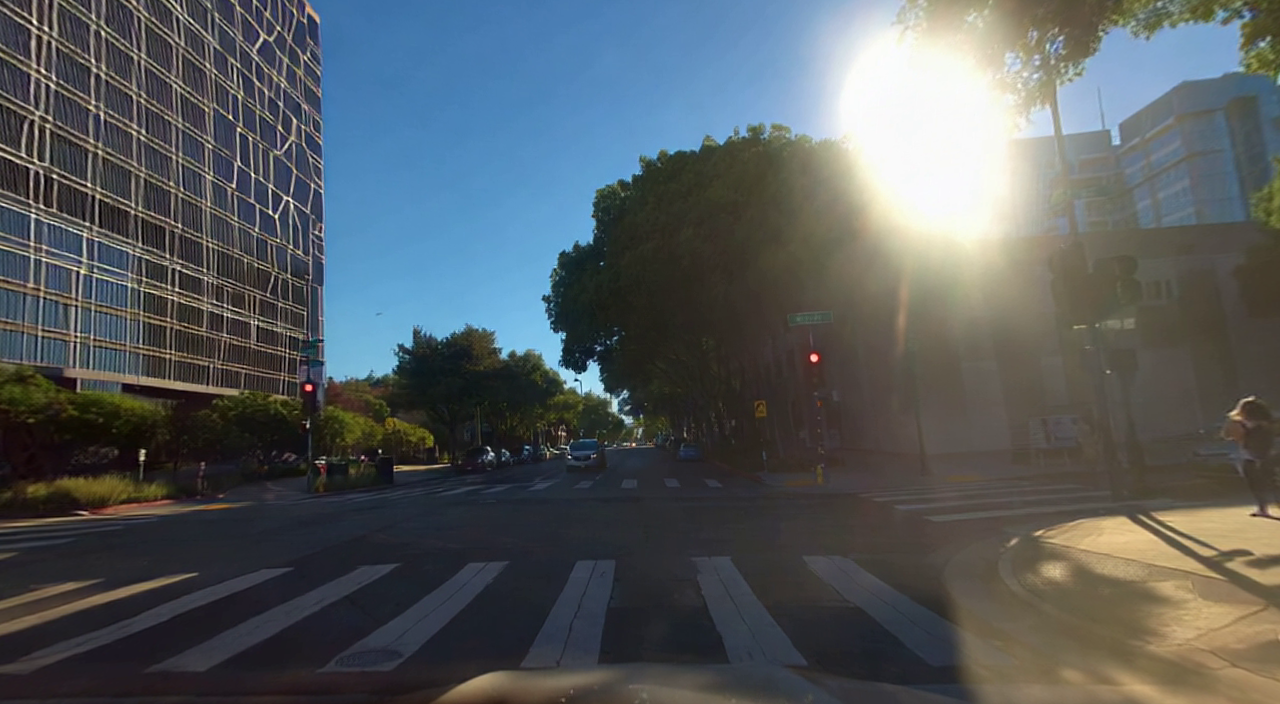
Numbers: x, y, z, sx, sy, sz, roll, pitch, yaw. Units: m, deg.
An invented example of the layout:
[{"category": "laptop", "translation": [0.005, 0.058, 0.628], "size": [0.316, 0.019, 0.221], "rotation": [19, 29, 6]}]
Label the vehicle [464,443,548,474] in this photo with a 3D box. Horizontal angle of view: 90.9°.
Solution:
[{"category": "vehicle", "translation": [-8.018, 6.358, 38.016], "size": [4.526, 1.726, 1.963], "rotation": [8, -12, -44]}]

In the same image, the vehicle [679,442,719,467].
[{"category": "vehicle", "translation": [3.552, 6.279, 38.862], "size": [1.853, 1.426, 4.160], "rotation": [1, -8, -3]}]

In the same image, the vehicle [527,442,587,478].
[{"category": "vehicle", "translation": [-3.663, 4.845, 28.641], "size": [1.989, 1.481, 4.500], "rotation": [0, -8, 1]}]
